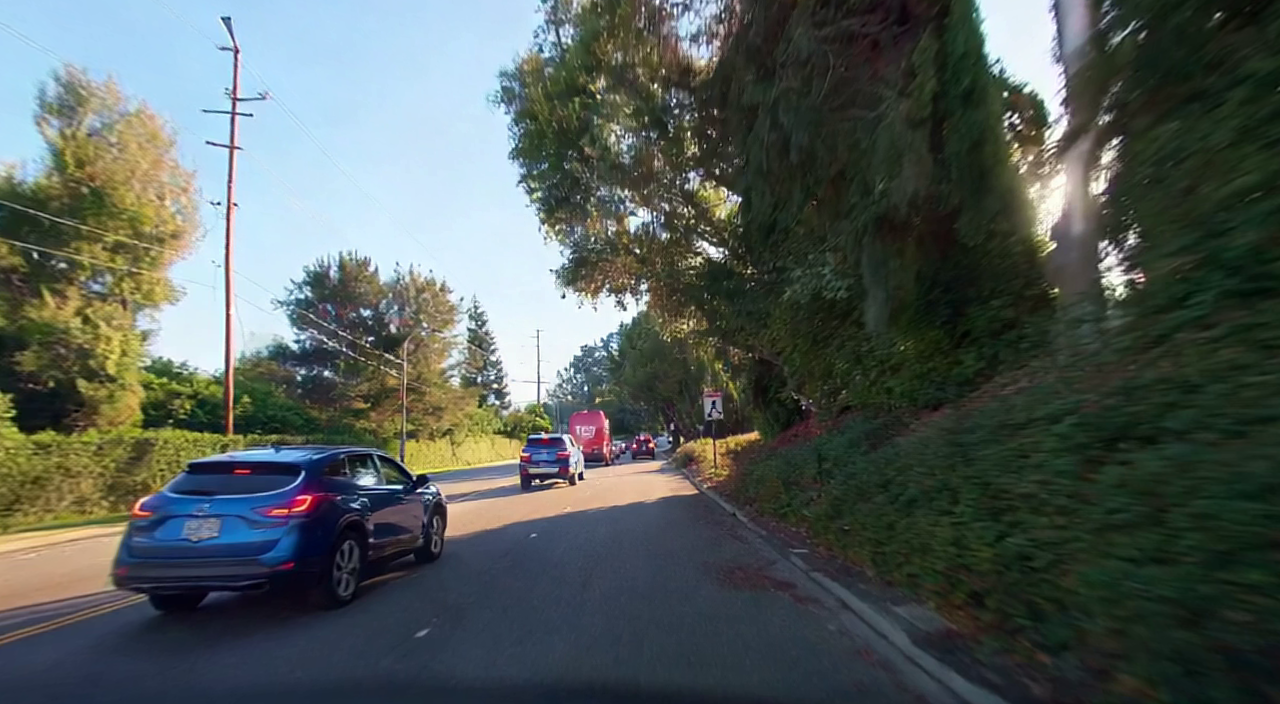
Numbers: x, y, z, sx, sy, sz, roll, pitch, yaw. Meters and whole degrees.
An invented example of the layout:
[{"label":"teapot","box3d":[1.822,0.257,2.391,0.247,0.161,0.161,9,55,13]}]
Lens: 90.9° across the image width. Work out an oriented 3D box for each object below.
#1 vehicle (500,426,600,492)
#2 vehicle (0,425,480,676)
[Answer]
[{"label":"vehicle","box3d":[-2.649,3.360,20.173,2.187,1.821,5.501,-1,-8,2]},{"label":"vehicle","box3d":[-3.199,1.526,6.147,1.966,1.466,4.699,0,-8,1]}]
